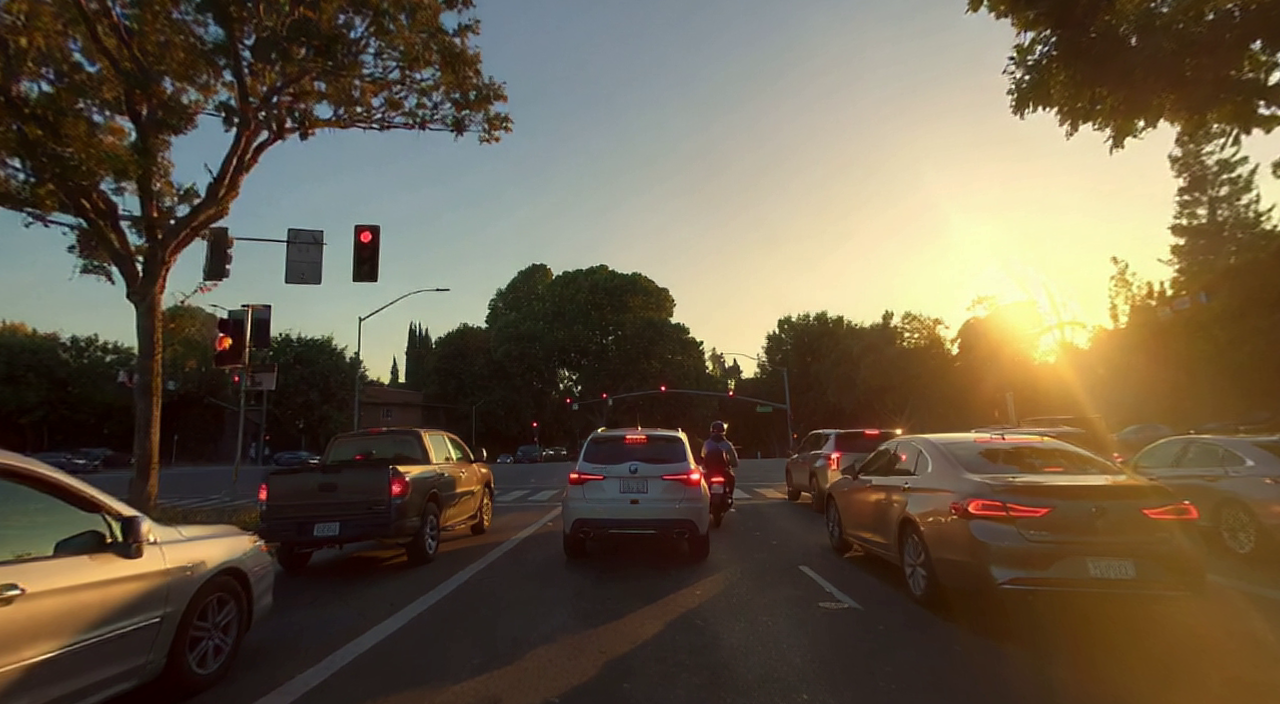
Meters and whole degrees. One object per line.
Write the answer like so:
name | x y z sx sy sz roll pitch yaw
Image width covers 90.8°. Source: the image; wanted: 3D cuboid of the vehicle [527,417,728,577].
vehicle | -0.094 1.801 8.555 2.106 1.655 3.717 0 -8 1

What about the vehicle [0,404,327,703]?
vehicle | -3.350 0.950 2.369 1.863 1.495 4.667 0 -8 2

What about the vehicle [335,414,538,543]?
vehicle | -3.226 2.107 11.164 2.048 1.805 4.405 0 -8 1

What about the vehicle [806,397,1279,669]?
vehicle | 3.228 1.444 6.194 2.006 1.659 4.462 0 -8 1
